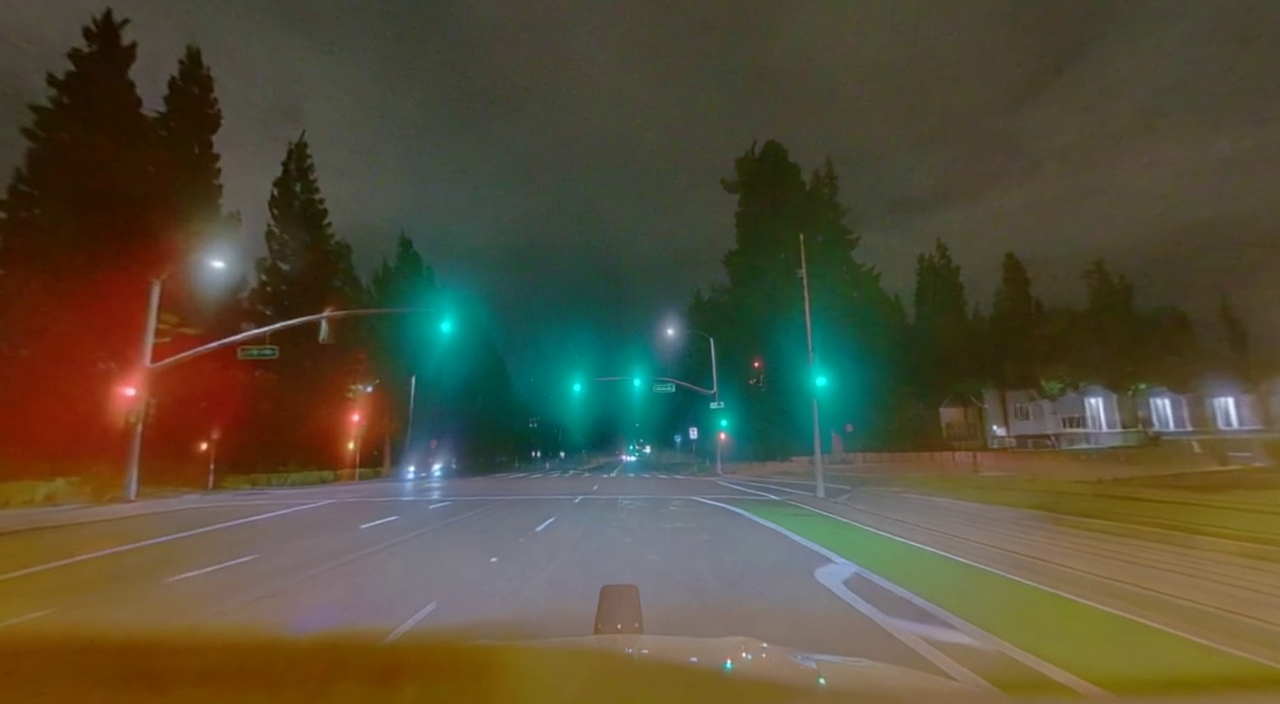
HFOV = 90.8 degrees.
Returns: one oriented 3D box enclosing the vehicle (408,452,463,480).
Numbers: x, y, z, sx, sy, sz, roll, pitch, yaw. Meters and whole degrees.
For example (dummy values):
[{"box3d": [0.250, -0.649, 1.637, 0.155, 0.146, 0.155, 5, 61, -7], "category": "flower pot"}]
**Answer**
[{"box3d": [-14.300, 7.975, 44.391, 2.113, 1.804, 4.732, 0, -9, 2], "category": "vehicle"}]
